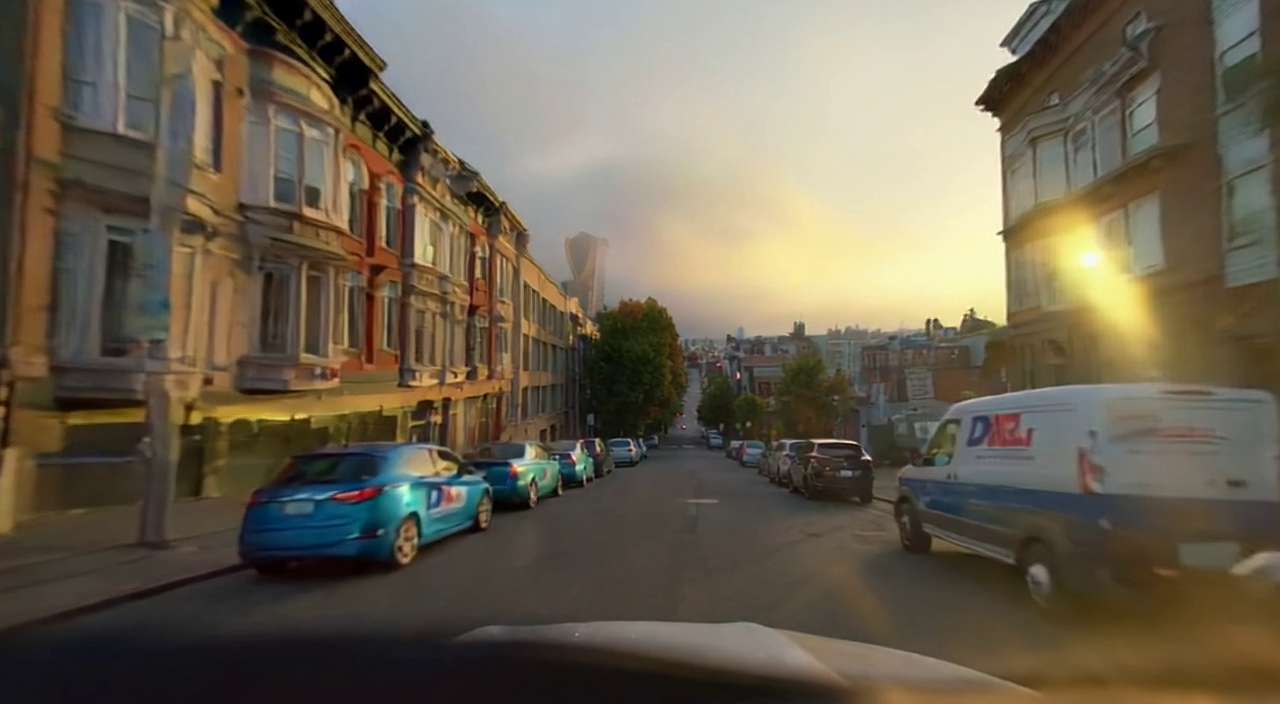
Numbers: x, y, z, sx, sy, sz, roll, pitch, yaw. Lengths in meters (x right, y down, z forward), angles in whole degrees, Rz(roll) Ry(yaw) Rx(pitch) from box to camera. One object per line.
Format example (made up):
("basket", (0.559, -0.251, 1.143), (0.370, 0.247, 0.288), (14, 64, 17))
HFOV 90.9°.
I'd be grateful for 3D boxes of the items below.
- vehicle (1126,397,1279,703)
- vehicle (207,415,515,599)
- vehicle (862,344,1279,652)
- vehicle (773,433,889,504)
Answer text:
("vehicle", (3.758, 0.765, 1.381), (1.834, 1.508, 4.743), (-1, -7, 4))
("vehicle", (-2.984, 1.628, 7.820), (1.867, 1.519, 3.920), (1, -4, 3))
("vehicle", (4.224, 1.267, 6.662), (2.186, 2.024, 4.901), (-1, -7, 3))
("vehicle", (4.623, 2.825, 15.847), (1.896, 1.549, 3.845), (-1, -7, 4))
